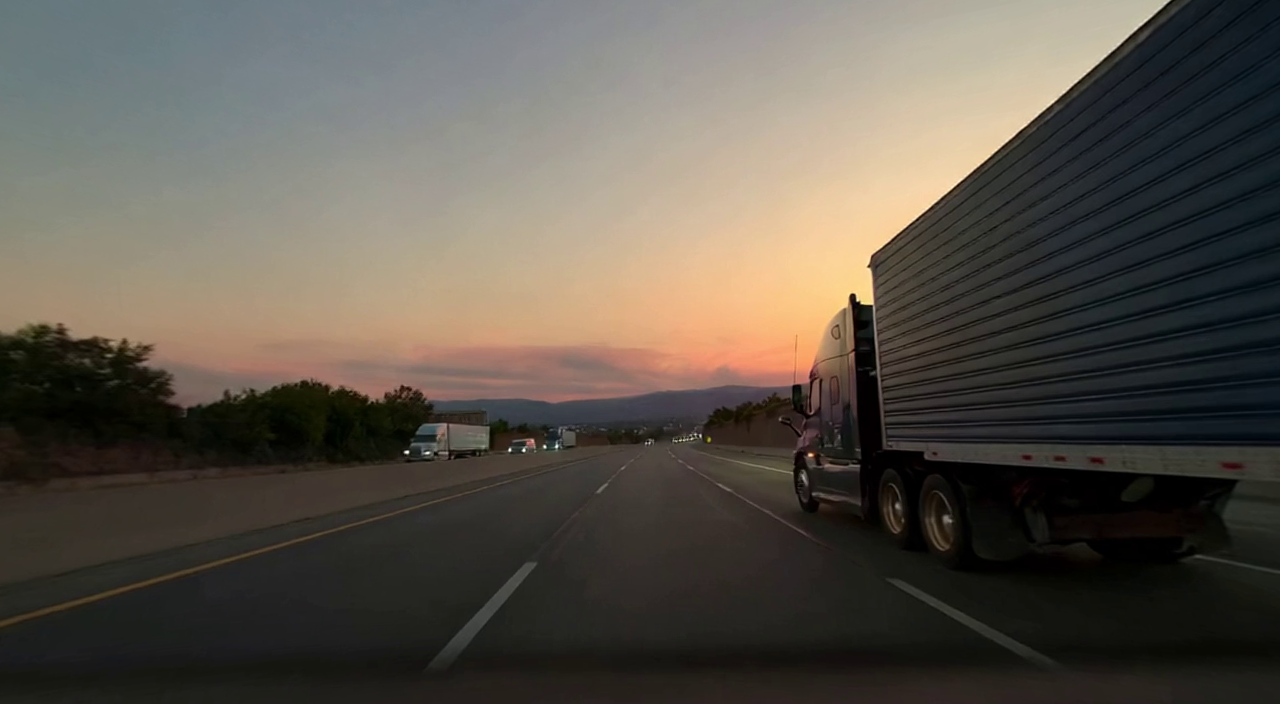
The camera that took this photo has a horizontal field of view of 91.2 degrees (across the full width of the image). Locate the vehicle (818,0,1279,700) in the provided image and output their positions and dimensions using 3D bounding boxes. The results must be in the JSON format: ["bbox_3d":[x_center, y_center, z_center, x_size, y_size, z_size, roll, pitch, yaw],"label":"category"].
[{"bbox_3d":[4.720,-0.205,3.752,2.908,4.075,15.065,0,-9,0],"label":"vehicle"}]
